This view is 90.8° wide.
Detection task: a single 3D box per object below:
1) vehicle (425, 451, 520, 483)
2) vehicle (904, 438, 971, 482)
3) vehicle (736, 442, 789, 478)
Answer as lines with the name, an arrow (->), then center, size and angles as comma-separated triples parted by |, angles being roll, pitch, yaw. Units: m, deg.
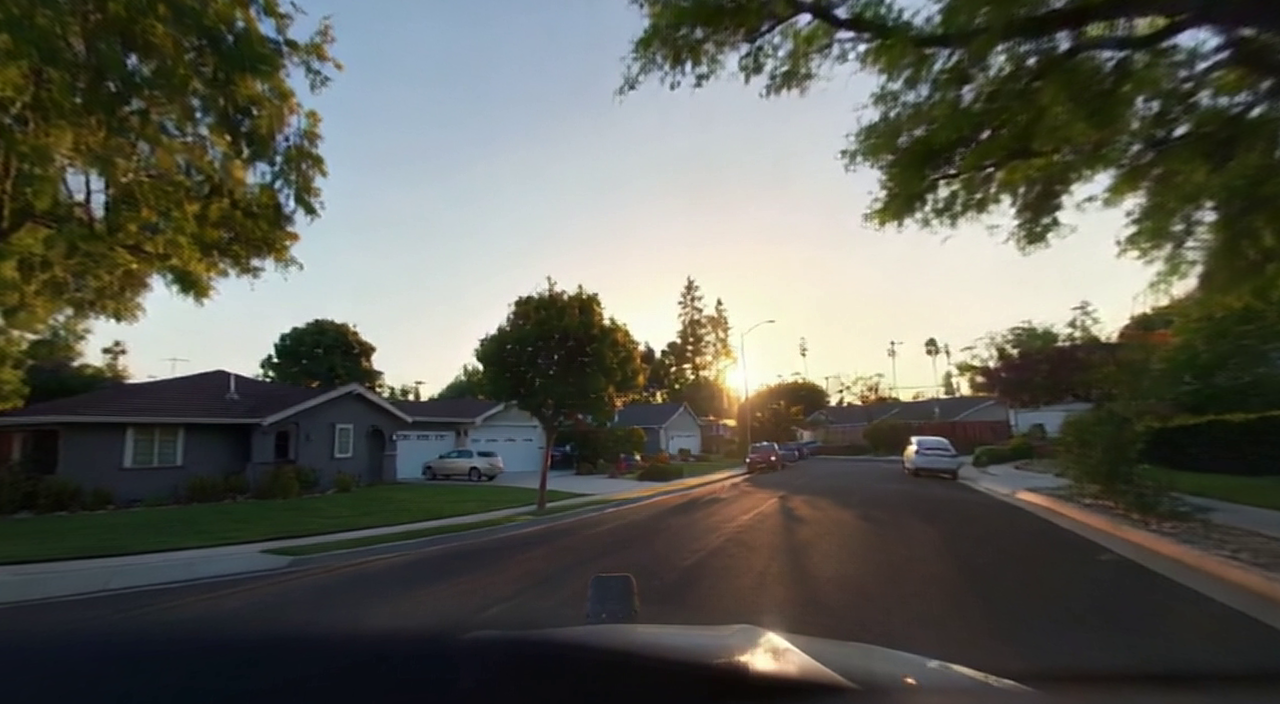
vehicle -> -8.580, 5.861, 32.358 | 4.404, 1.495, 1.844 | -3, -9, 21
vehicle -> 12.037, 4.343, 25.813 | 2.005, 1.553, 3.984 | -1, -8, 19
vehicle -> 7.457, 6.464, 37.990 | 2.208, 1.834, 4.675 | -9, -11, 19
